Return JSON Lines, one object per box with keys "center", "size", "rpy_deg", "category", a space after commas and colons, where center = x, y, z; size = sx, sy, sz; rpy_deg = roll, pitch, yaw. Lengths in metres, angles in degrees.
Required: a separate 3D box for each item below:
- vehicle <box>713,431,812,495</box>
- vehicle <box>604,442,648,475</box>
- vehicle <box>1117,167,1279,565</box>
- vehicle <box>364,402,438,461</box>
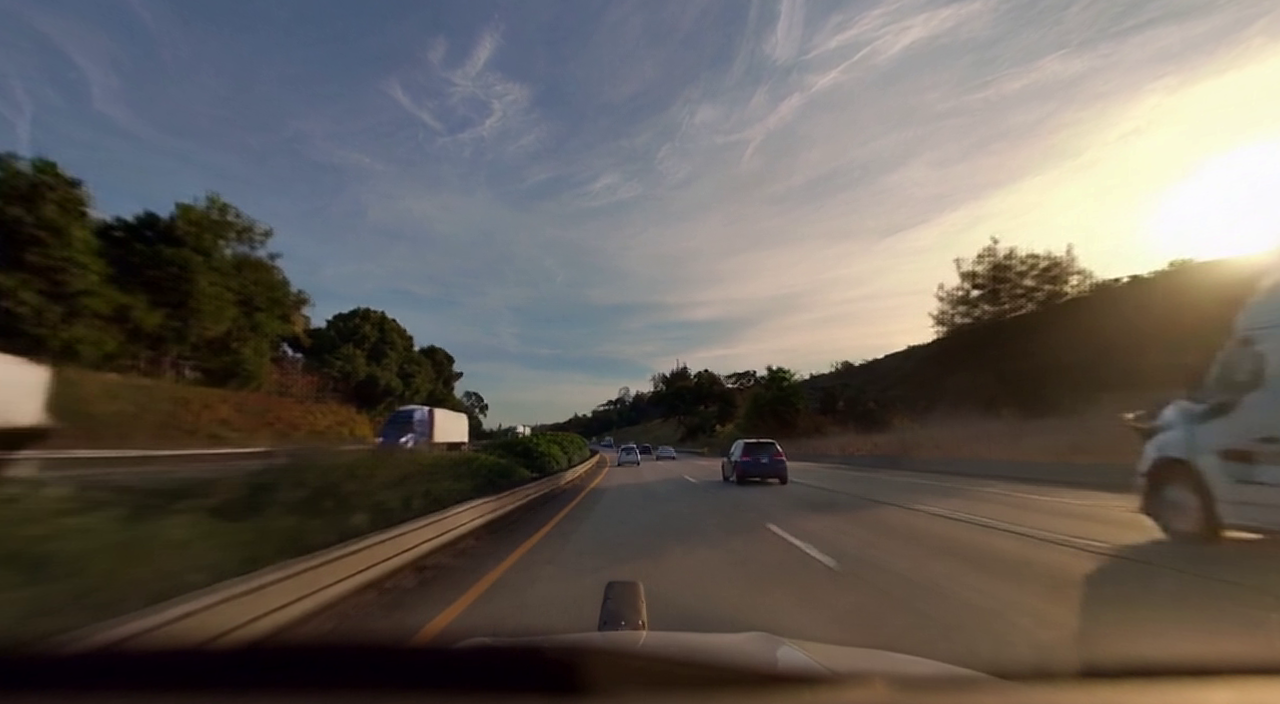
{"center": [3.415, 3.174, 18.326], "size": [2.013, 1.623, 3.916], "rpy_deg": [0, -9, -1], "category": "vehicle"}
{"center": [-0.707, 5.249, 31.255], "size": [2.050, 1.534, 3.771], "rpy_deg": [0, -9, -2], "category": "vehicle"}
{"center": [7.900, -0.014, 5.308], "size": [2.972, 3.945, 5.837], "rpy_deg": [0, -9, 0], "category": "vehicle"}
{"center": [-17.399, 5.905, 46.385], "size": [2.950, 4.003, 6.622], "rpy_deg": [0, -9, -2], "category": "vehicle"}
